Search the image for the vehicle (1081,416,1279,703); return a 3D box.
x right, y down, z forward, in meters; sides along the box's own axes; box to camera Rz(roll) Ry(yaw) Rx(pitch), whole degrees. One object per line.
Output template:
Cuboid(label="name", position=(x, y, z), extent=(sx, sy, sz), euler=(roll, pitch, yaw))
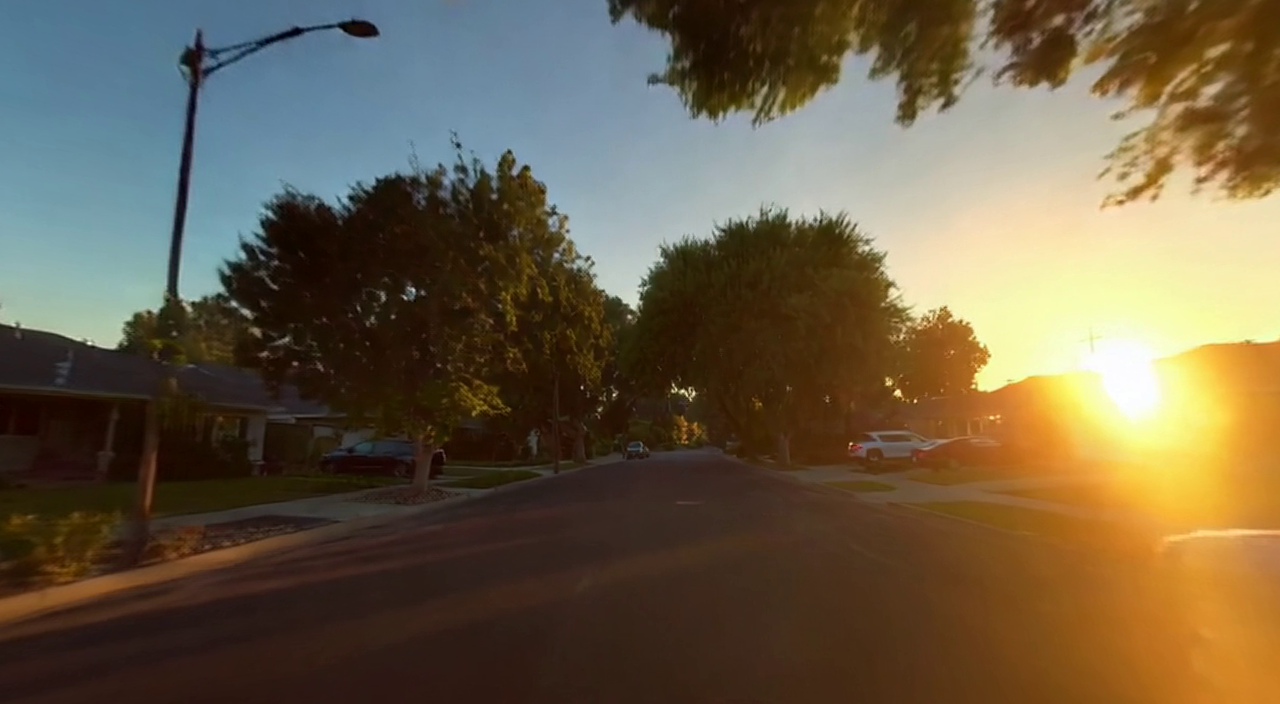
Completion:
Cuboid(label="vehicle", position=(3.654, 0.880, 1.676), extent=(2.006, 1.494, 4.211), euler=(0, -9, 2))

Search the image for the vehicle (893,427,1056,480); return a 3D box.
Cuboid(label="vehicle", position=(12.036, 3.698, 22.924), extent=(4.710, 1.512, 1.894), euler=(-5, -9, 3))
